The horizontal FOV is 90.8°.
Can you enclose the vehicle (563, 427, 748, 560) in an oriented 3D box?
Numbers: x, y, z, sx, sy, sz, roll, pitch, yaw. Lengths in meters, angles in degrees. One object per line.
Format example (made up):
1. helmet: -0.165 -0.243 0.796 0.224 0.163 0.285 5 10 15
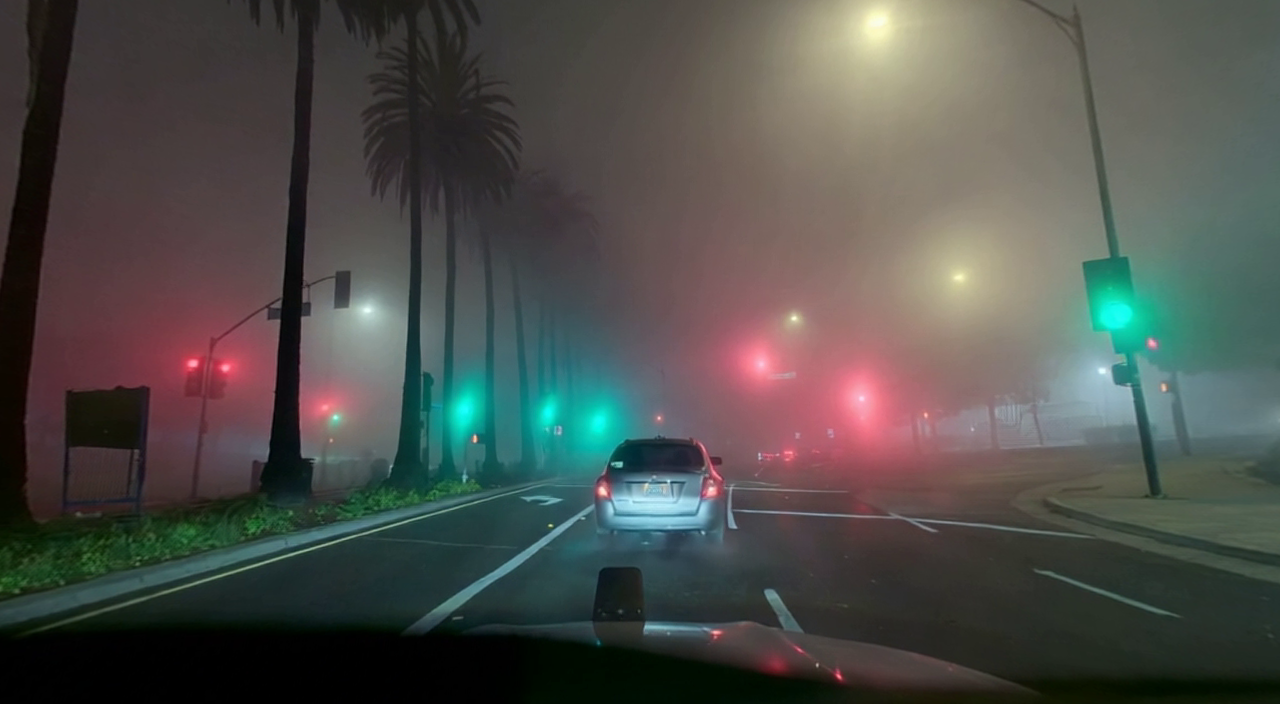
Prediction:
1. vehicle: 0.225 1.914 9.261 2.096 1.492 4.071 0 -9 2
